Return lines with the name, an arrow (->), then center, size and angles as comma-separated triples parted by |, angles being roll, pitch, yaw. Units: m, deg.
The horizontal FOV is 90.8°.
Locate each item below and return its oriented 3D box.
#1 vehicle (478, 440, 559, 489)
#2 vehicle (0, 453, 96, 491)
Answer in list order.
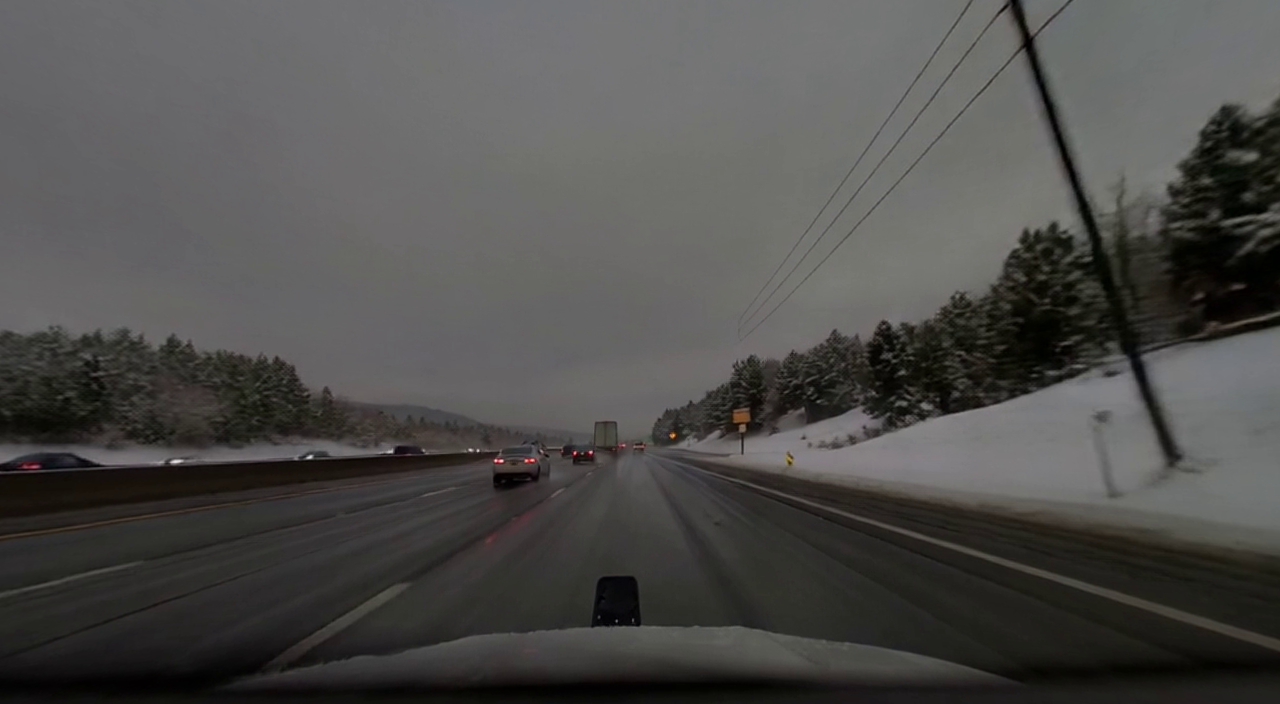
vehicle -> -4.108, 3.879, 22.124 | 1.963, 1.533, 4.477 | 0, -9, 0
vehicle -> -26.260, 5.072, 26.998 | 1.841, 1.449, 4.570 | 0, -9, 1
